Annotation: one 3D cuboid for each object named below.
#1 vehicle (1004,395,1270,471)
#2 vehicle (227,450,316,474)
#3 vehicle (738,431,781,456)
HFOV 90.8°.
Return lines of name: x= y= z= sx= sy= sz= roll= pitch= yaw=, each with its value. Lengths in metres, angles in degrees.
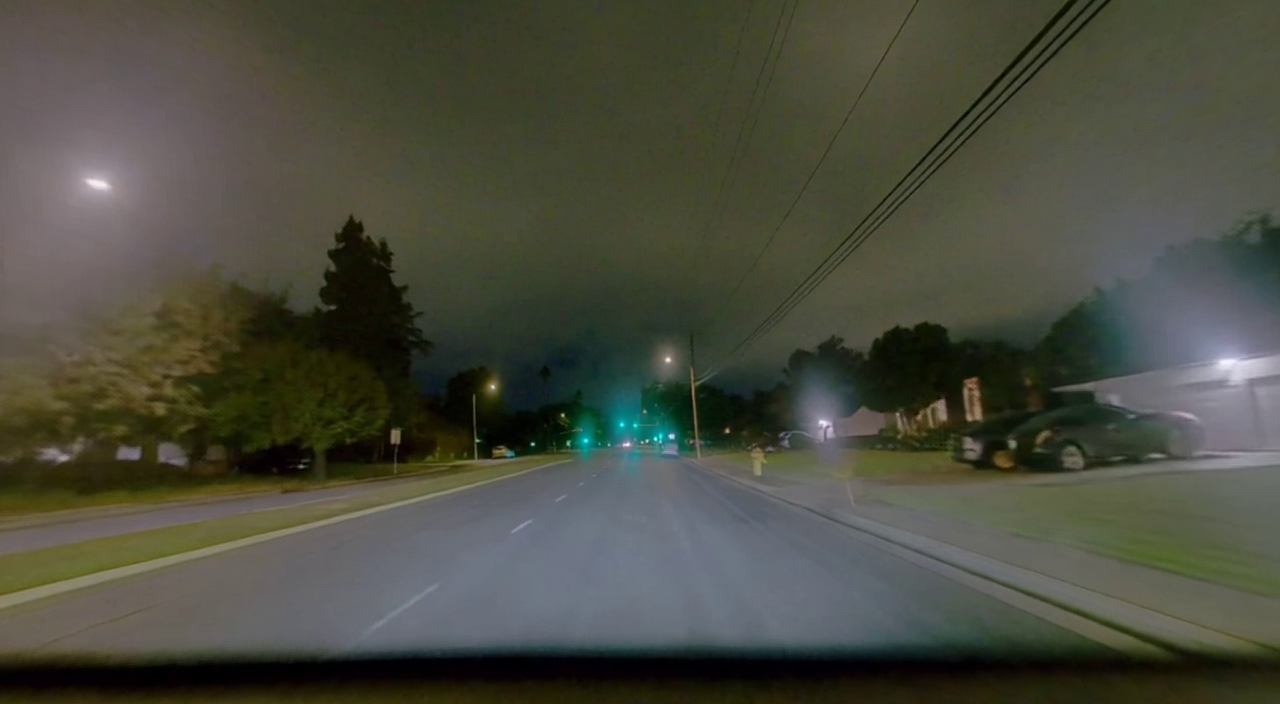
vehicle: x=11.707 y=1.970 z=15.210 sx=4.545 sy=1.680 sz=2.001 roll=-1 pitch=-8 yaw=4
vehicle: x=-24.088 y=7.189 z=41.442 sx=4.595 sy=1.491 sz=1.902 roll=0 pitch=-8 yaw=-1
vehicle: x=9.109 y=7.032 z=48.600 sx=1.971 sy=1.641 sz=5.191 roll=-4 pitch=-8 yaw=-3
